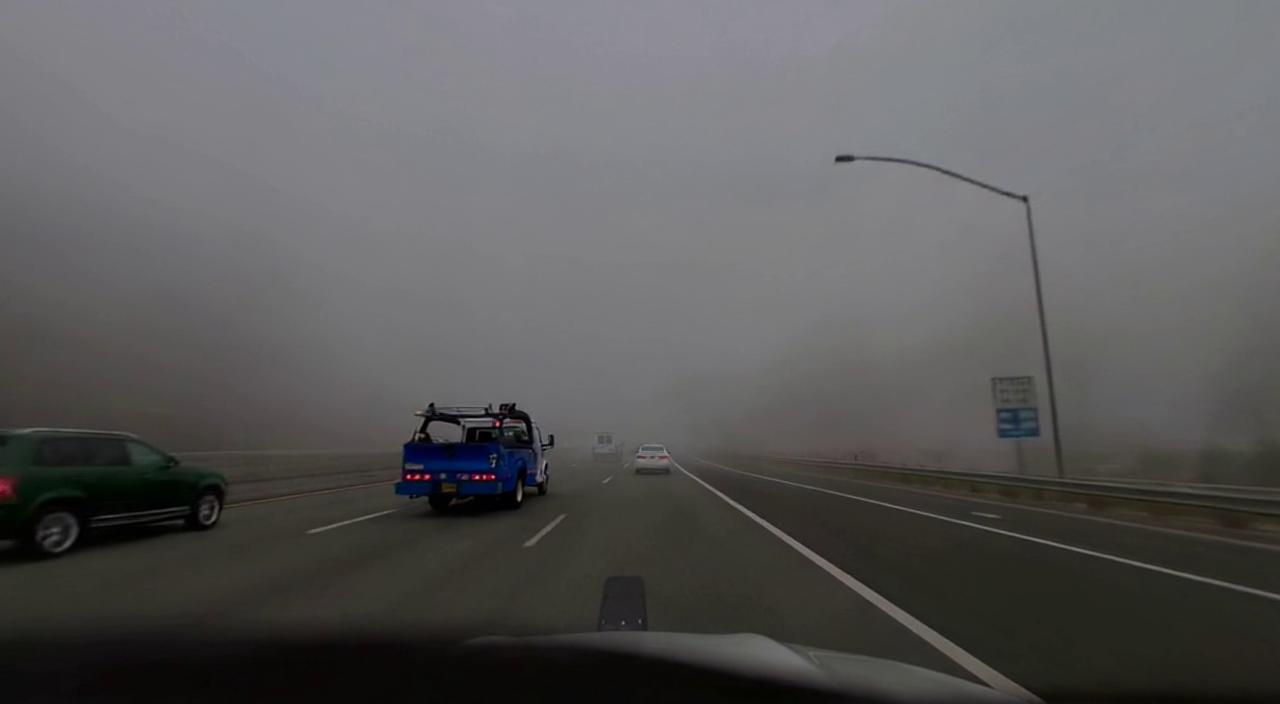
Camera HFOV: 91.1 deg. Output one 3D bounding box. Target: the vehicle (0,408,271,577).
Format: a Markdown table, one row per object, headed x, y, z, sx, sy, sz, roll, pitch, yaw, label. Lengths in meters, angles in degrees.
| x | y | z | sx | sy | sz | roll | pitch | yaw | label |
| --- | --- | --- | --- | --- | --- | --- | --- | --- | --- |
| -6.911 | 1.564 | 7.552 | 1.926 | 1.561 | 4.868 | 0 | -8 | 1 | vehicle |

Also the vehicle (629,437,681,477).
| x | y | z | sx | sy | sz | roll | pitch | yaw | label |
| --- | --- | --- | --- | --- | --- | --- | --- | --- | --- |
| 0.661 | 4.775 | 28.812 | 2.165 | 1.653 | 4.456 | 0 | -8 | 1 | vehicle |

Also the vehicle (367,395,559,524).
| x | y | z | sx | sy | sz | roll | pitch | yaw | label |
| --- | --- | --- | --- | --- | --- | --- | --- | --- | --- |
| -3.238 | 2.151 | 13.031 | 2.292 | 2.070 | 5.532 | 0 | -8 | 1 | vehicle |
